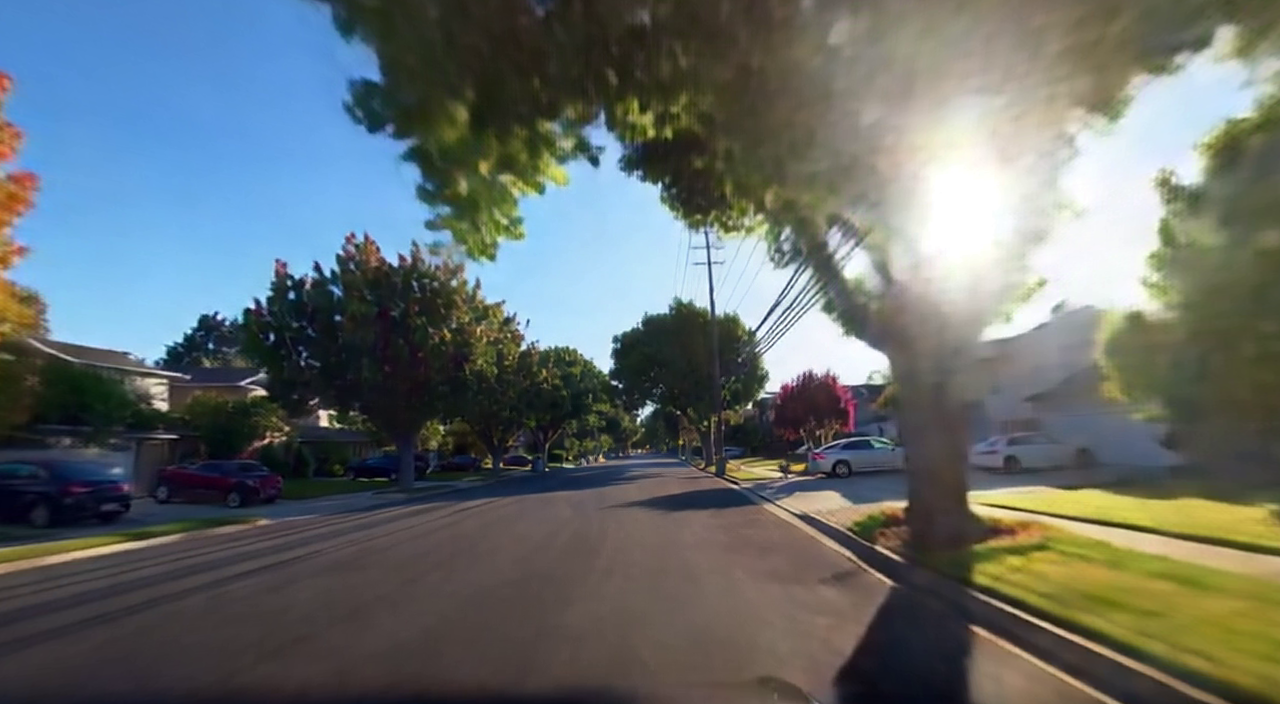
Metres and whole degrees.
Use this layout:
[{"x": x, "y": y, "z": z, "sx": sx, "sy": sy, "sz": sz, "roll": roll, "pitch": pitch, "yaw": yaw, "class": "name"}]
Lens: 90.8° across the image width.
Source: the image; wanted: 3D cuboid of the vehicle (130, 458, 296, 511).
[{"x": -14.244, "y": 4.399, "z": 21.229, "sx": 4.260, "sy": 1.588, "sz": 1.927, "roll": -1, "pitch": -9, "yaw": 5, "class": "vehicle"}]

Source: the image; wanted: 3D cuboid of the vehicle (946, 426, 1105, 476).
[{"x": 13.026, "y": 3.380, "z": 21.556, "sx": 4.122, "sy": 1.610, "sz": 1.888, "roll": 0, "pitch": -9, "yaw": 2, "class": "vehicle"}]

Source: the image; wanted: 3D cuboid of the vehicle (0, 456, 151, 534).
[{"x": -15.064, "y": 3.455, "z": 15.617, "sx": 4.500, "sy": 1.714, "sz": 1.924, "roll": -1, "pitch": -9, "yaw": 7, "class": "vehicle"}]

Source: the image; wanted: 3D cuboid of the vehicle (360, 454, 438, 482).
[{"x": -15.307, "y": 7.367, "z": 40.153, "sx": 4.265, "sy": 1.583, "sz": 1.913, "roll": -5, "pitch": -9, "yaw": 14, "class": "vehicle"}]

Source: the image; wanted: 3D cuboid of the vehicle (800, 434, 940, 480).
[{"x": 9.339, "y": 4.301, "z": 25.997, "sx": 4.952, "sy": 1.775, "sz": 2.089, "roll": 0, "pitch": -9, "yaw": 0, "class": "vehicle"}]
